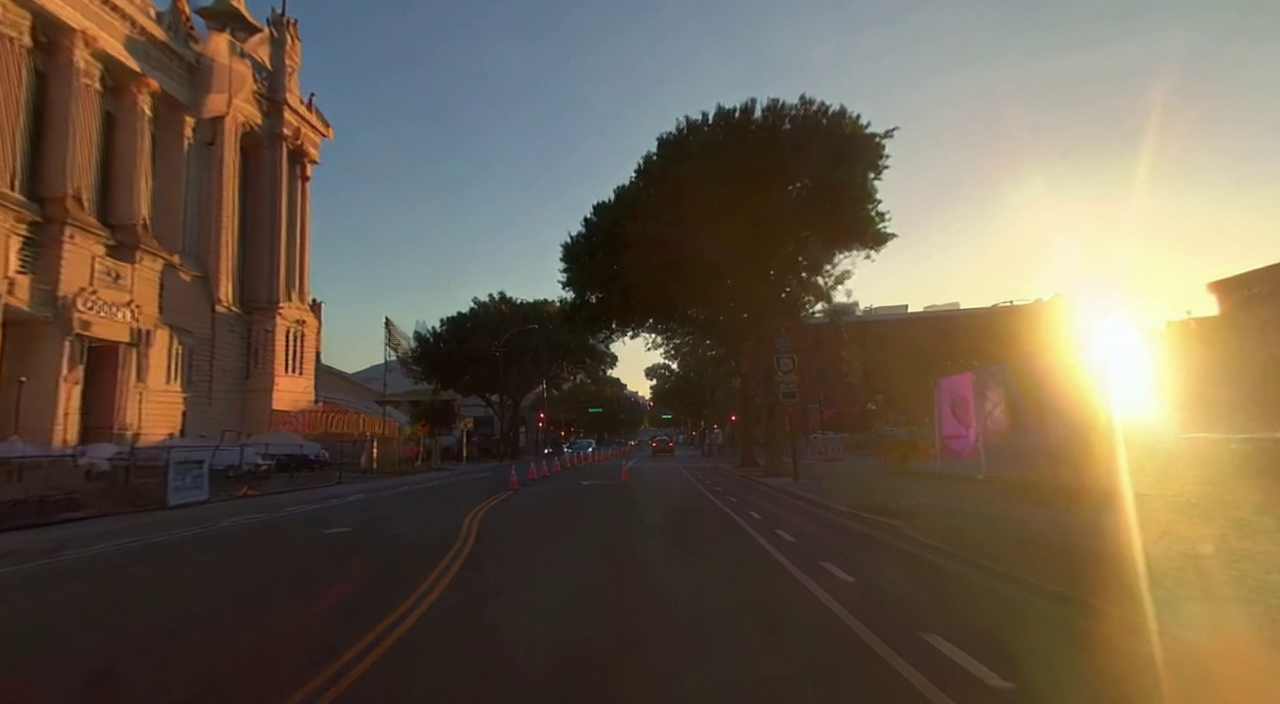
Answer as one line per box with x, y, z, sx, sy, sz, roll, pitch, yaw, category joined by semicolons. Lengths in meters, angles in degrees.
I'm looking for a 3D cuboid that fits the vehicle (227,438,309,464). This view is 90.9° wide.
-25.991;6.940;44.127;4.445;1.753;2.044;0;-8;0;vehicle
